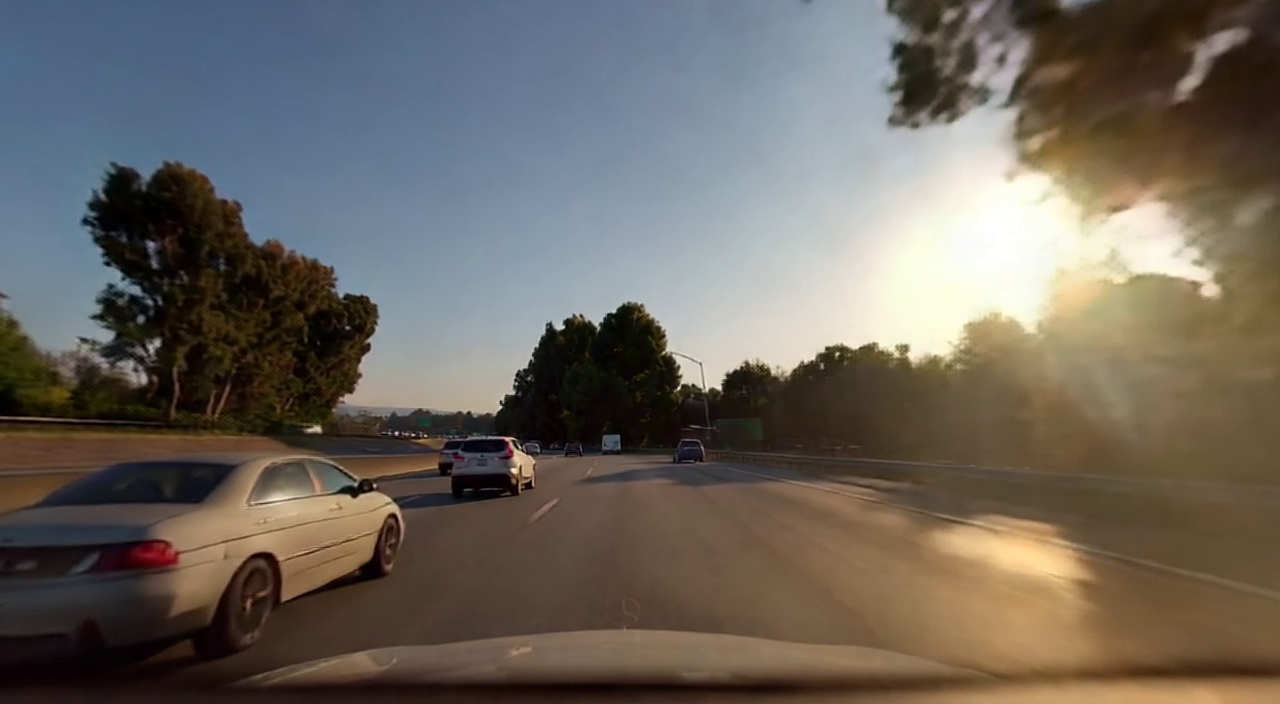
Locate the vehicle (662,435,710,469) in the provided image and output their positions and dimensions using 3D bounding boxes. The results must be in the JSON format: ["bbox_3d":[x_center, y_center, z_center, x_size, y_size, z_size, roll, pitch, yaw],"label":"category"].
[{"bbox_3d":[2.418,5.425,34.080,2.053,1.698,4.097,1,-9,-3],"label":"vehicle"}]

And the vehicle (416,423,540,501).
[{"bbox_3d":[-3.882,2.728,15.924,2.002,1.680,4.301,0,-9,0],"label":"vehicle"}]
